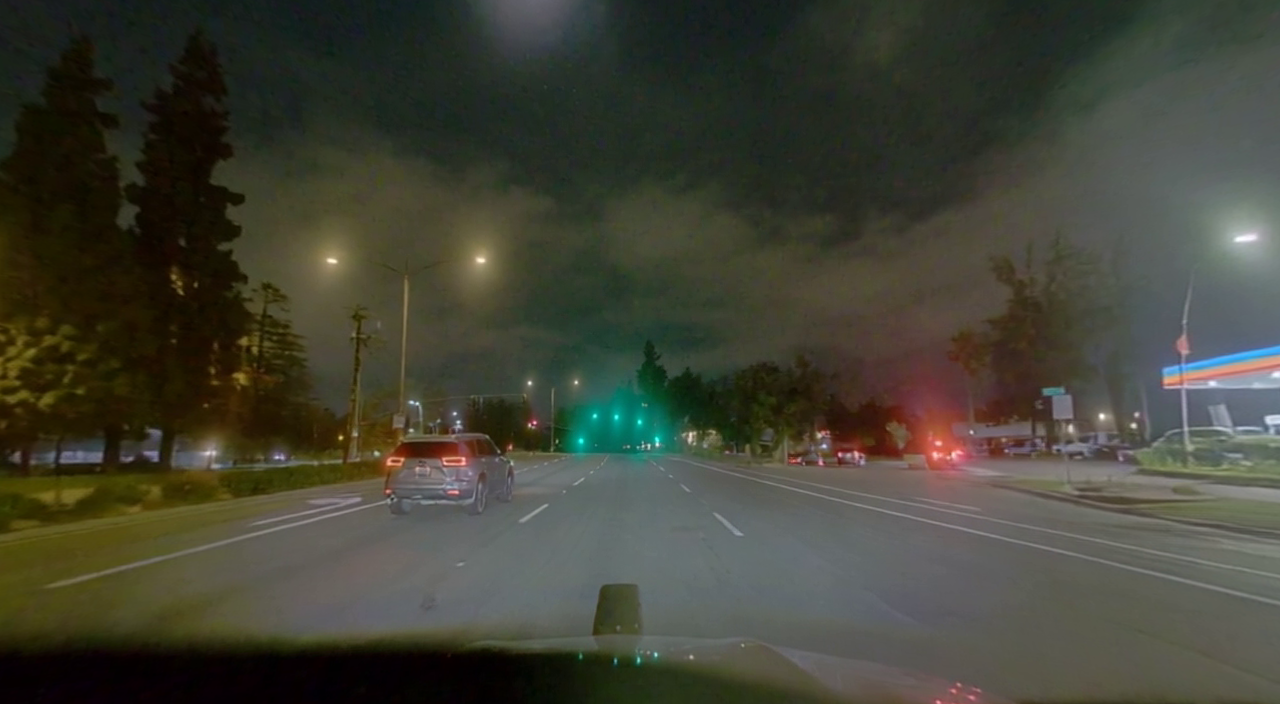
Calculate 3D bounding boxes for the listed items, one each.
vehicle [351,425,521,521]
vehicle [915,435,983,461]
[{"bbox_3d":[-4.017,2.469,13.415,2.039,1.656,4.710,0,-9,0],"label":"vehicle"},{"bbox_3d":[18.257,5.701,37.490,1.831,1.442,5.072,-1,-9,4],"label":"vehicle"}]
